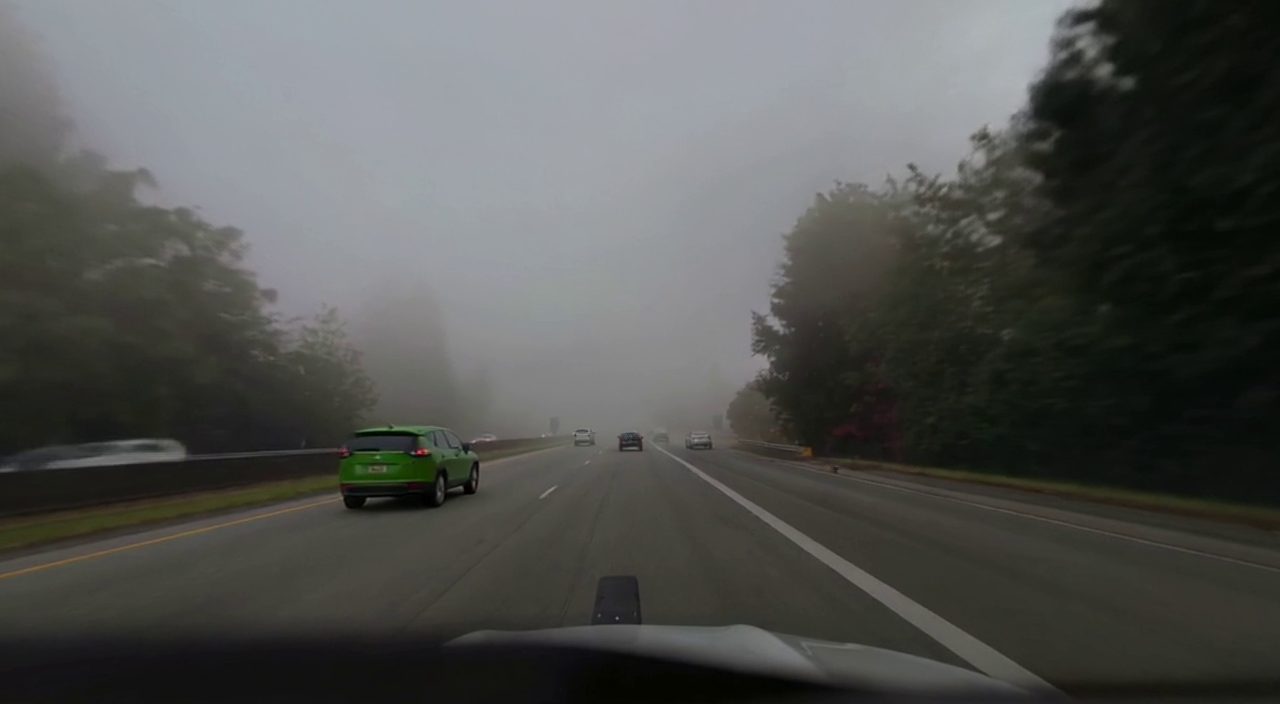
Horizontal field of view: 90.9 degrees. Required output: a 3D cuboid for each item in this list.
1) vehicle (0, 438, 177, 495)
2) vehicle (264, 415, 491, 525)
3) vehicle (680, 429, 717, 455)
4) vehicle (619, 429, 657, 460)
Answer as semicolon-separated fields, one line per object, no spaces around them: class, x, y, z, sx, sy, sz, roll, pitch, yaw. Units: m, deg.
vehicle;-16.707;3.379;19.168;1.853;1.472;4.612;0;-7;-1
vehicle;-4.234;1.958;11.233;2.023;1.512;4.804;0;-7;0
vehicle;3.662;5.670;39.878;1.841;1.491;3.869;0;-7;-2
vehicle;-0.090;4.663;32.089;1.869;1.466;3.356;0;-7;0
